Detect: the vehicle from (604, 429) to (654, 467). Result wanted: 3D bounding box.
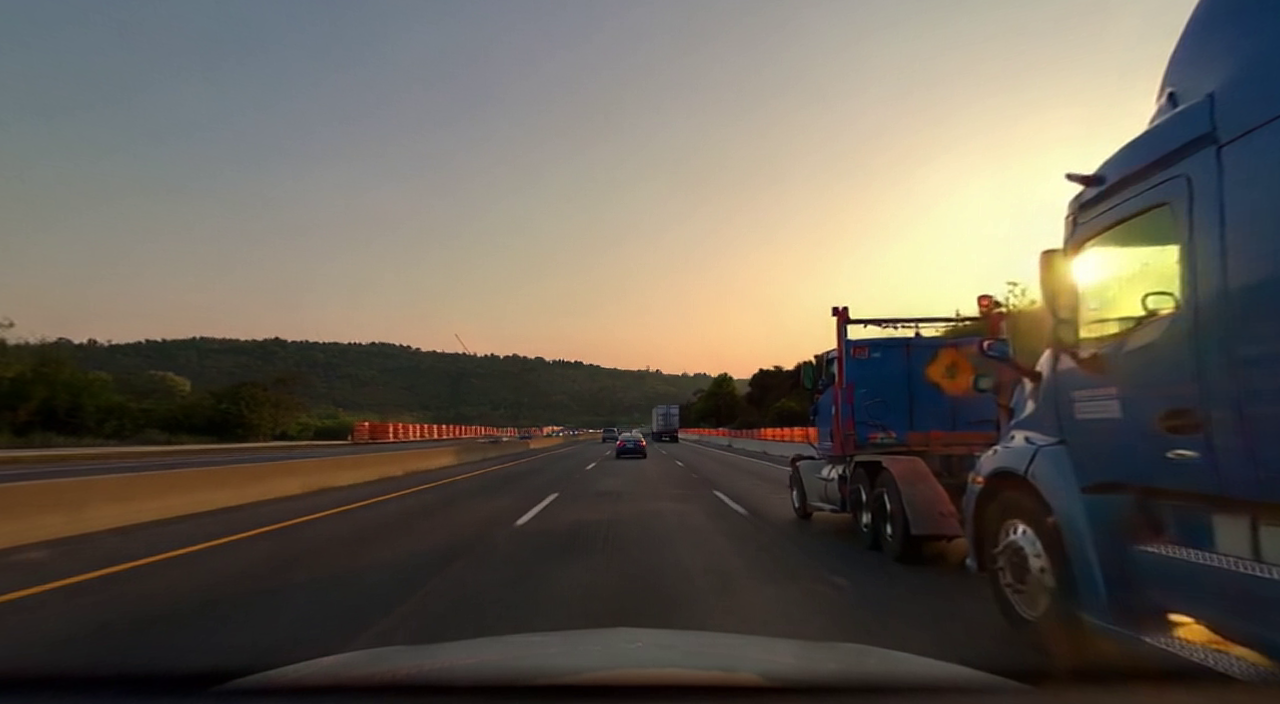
[{"bbox_3d":[-0.464,3.989,26.416,1.929,1.469,3.677,0,-8,-1],"label":"vehicle"}]

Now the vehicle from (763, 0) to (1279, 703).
[{"bbox_3d":[3.494,0.094,4.152,2.919,3.634,10.888,0,-8,-1],"label":"vehicle"}]
